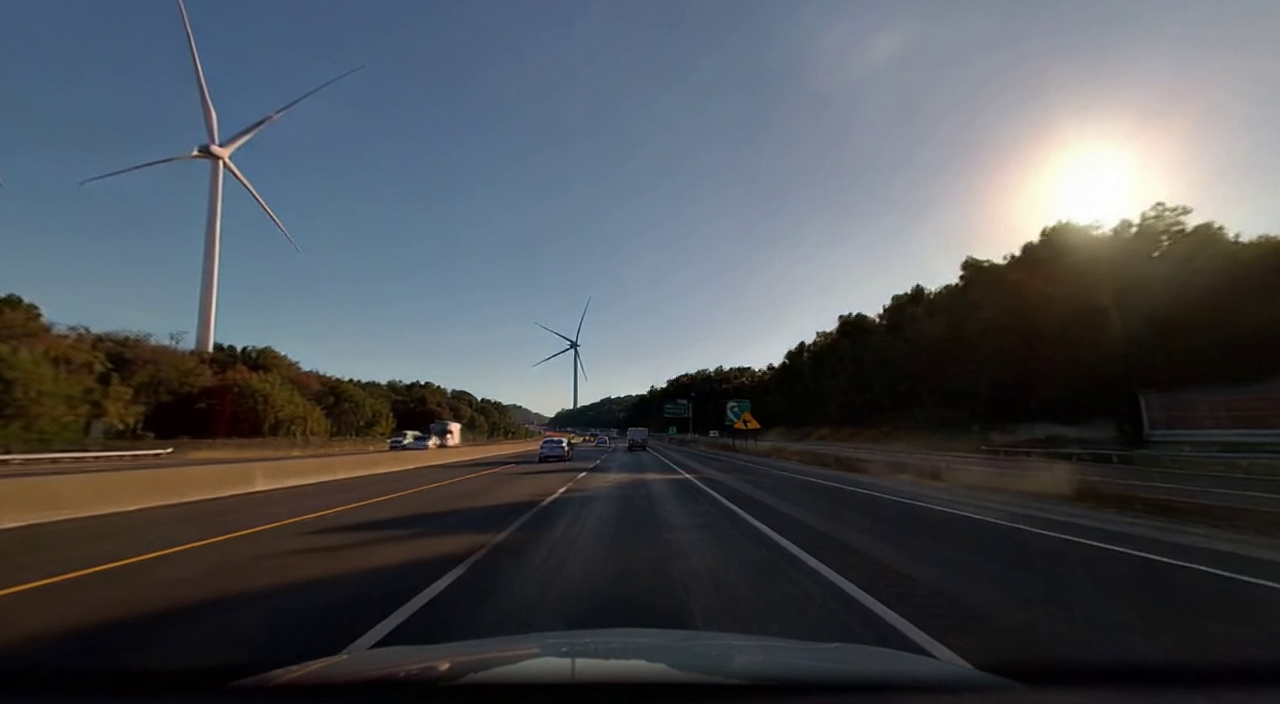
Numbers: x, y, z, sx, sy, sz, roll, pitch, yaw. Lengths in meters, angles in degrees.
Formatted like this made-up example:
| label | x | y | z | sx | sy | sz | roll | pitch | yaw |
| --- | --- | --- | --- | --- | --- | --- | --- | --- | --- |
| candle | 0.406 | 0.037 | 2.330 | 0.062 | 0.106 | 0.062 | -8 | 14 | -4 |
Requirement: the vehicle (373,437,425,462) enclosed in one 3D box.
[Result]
| label | x | y | z | sx | sy | sz | roll | pitch | yaw |
| --- | --- | --- | --- | --- | --- | --- | --- | --- | --- |
| vehicle | -16.962 | 6.853 | 44.566 | 2.020 | 1.629 | 4.222 | 0 | -8 | 0 |

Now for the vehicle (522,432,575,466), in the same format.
| label | x | y | z | sx | sy | sz | roll | pitch | yaw |
| --- | --- | --- | --- | --- | --- | --- | --- | --- | --- |
| vehicle | -4.315 | 4.616 | 30.184 | 1.950 | 1.511 | 3.965 | 0 | -8 | 0 |
